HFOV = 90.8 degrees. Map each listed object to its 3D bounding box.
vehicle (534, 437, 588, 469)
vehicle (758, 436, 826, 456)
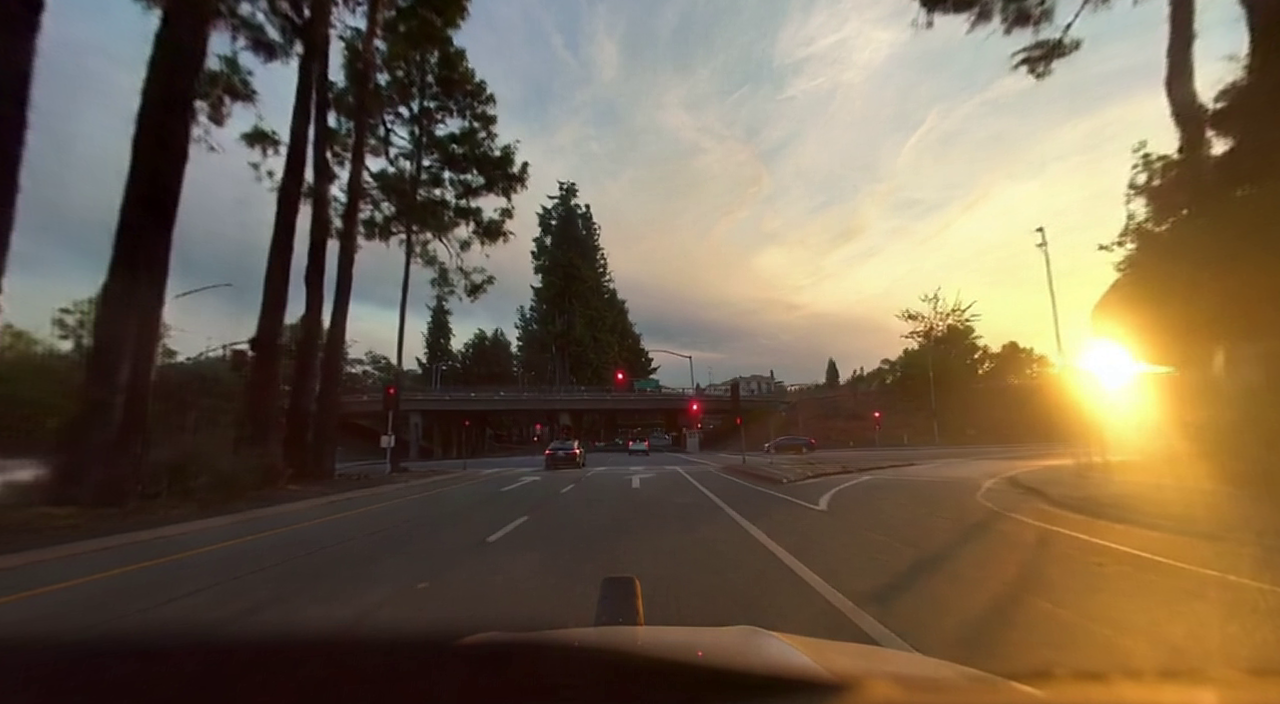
[{"bbox_3d":[-3.835,4.984,31.357,2.082,1.472,4.310,0,-9,0],"label":"vehicle"},{"bbox_3d":[11.734,7.283,48.944,4.691,1.466,1.800,1,-9,-6],"label":"vehicle"}]
